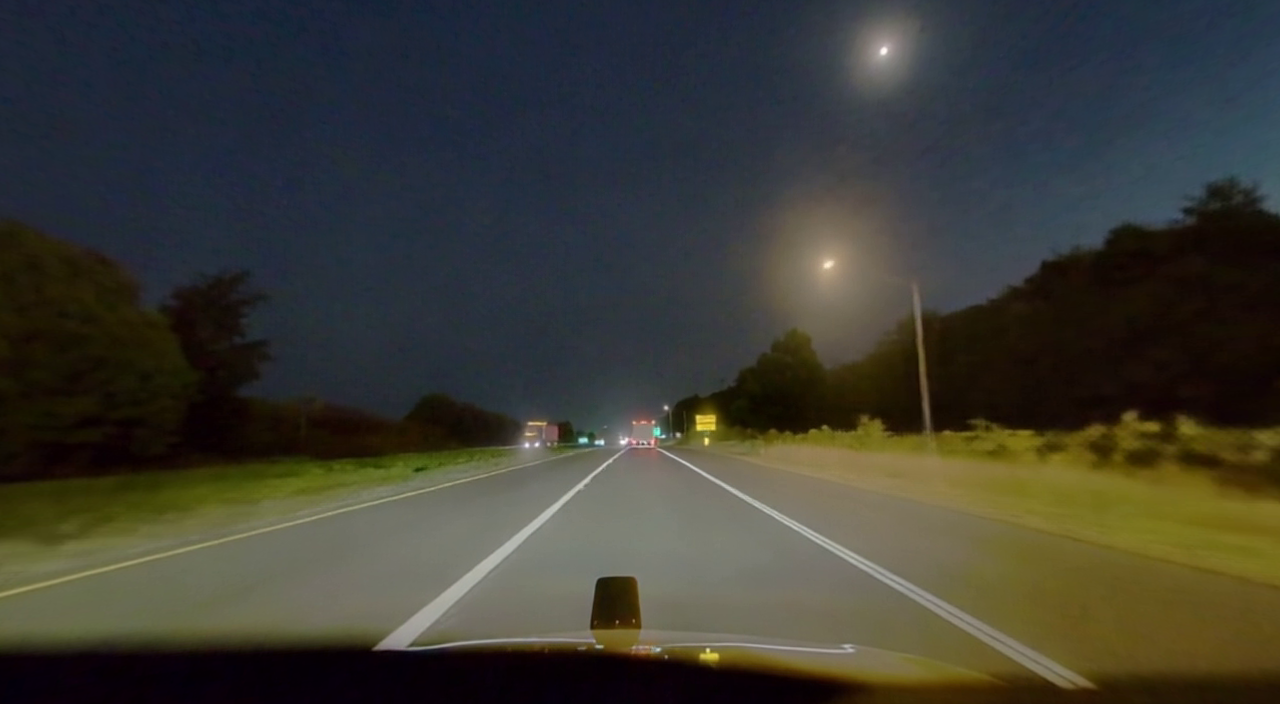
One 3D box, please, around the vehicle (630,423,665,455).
[{"bbox_3d":[0.487,6.779,49.096,2.495,2.327,5.800,0,-8,-1],"label":"vehicle"}]
